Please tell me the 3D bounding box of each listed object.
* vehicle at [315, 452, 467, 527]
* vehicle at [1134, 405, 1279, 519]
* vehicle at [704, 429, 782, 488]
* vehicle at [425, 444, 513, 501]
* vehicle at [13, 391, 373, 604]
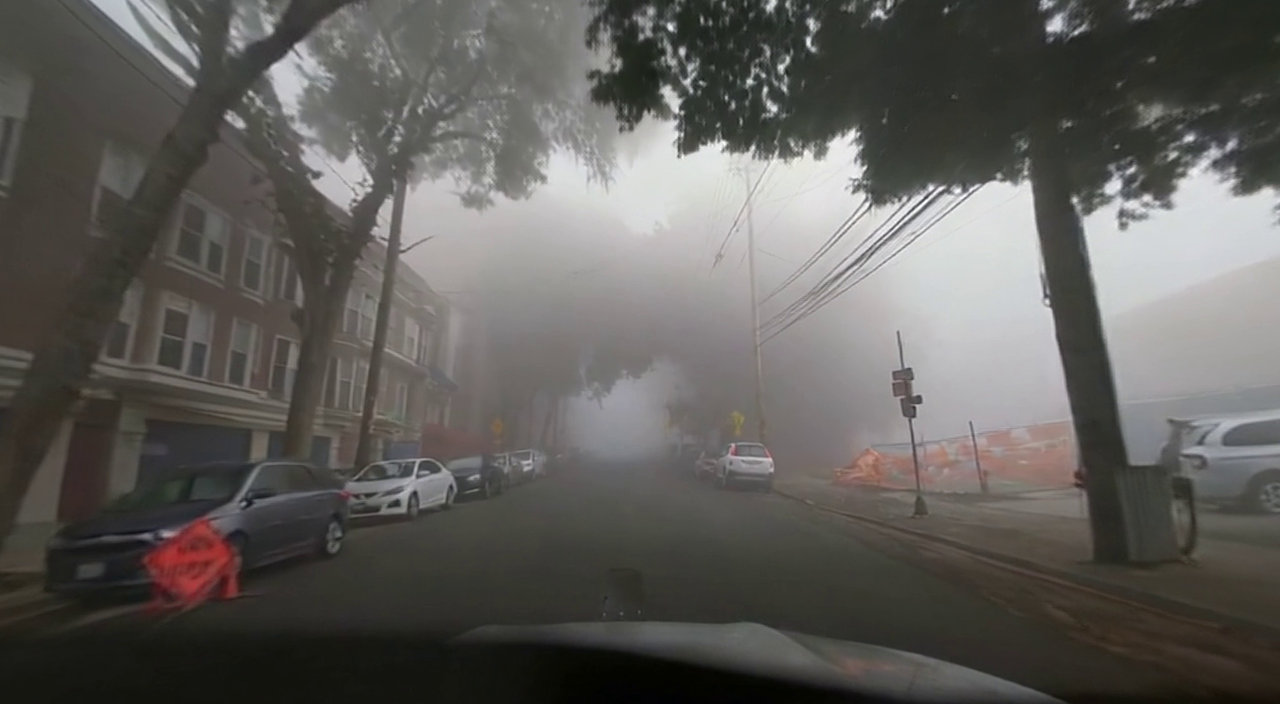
[{"bbox_3d":[-5.644,3.217,15.037,1.967,1.483,4.347,0,-11,-2],"label":"vehicle"},{"bbox_3d":[12.873,2.058,12.219,4.585,1.977,2.170,-2,-9,5],"label":"vehicle"},{"bbox_3d":[3.745,4.096,23.762,1.994,1.857,4.393,2,-13,-3],"label":"vehicle"},{"bbox_3d":[-5.595,3.974,21.221,1.996,1.695,4.127,1,-9,-4],"label":"vehicle"},{"bbox_3d":[-5.481,1.805,8.587,1.894,2.186,3.901,0,-9,1],"label":"vehicle"}]
